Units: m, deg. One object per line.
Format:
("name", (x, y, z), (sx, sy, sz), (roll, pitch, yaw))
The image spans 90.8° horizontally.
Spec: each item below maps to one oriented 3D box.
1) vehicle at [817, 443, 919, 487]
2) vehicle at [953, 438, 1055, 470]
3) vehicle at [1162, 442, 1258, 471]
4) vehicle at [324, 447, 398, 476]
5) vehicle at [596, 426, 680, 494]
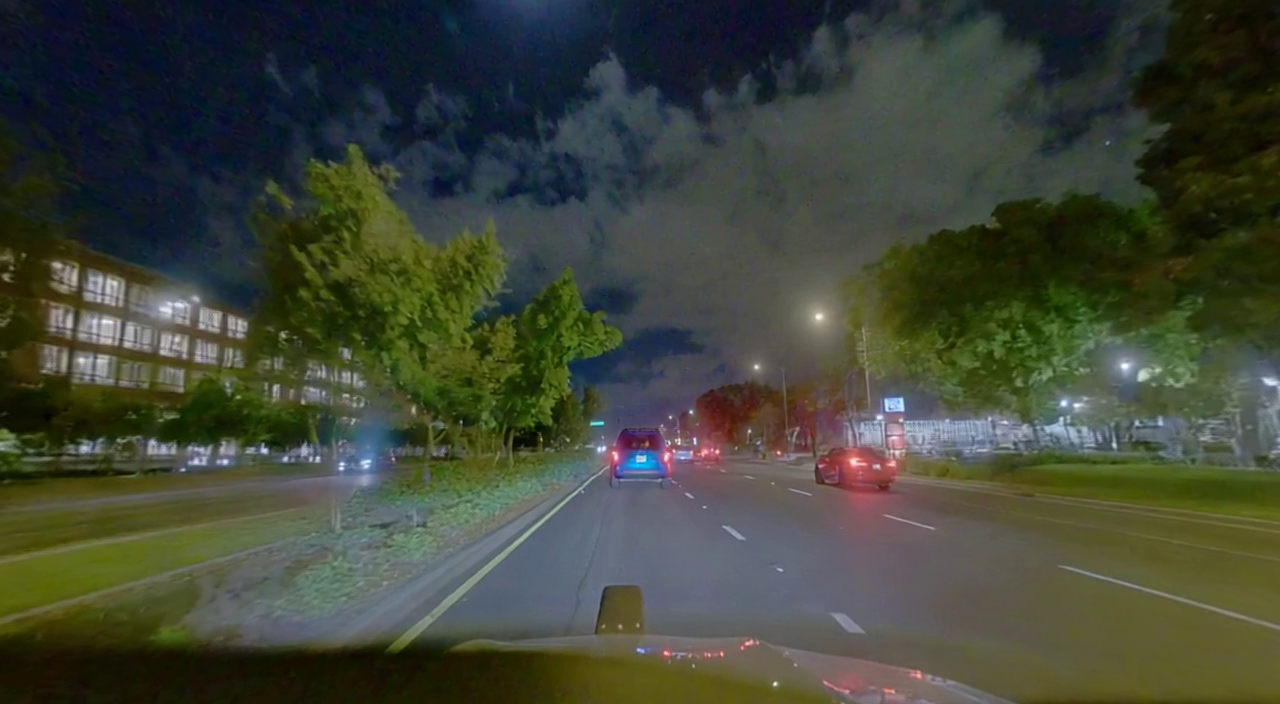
("vehicle", (8.325, 4.163, 23.586), (2.002, 1.456, 4.631), (0, -9, -1))
("vehicle", (19.501, 5.470, 33.962), (4.333, 1.521, 1.824), (-2, -7, 0))
("vehicle", (34.680, 6.355, 38.617), (1.842, 1.607, 4.605), (0, -9, 5))
("vehicle", (-15.372, 6.064, 35.156), (1.985, 1.486, 4.691), (0, -9, 0))
("vehicle", (-0.079, 3.250, 19.259), (2.277, 1.816, 4.192), (0, -9, -1))
